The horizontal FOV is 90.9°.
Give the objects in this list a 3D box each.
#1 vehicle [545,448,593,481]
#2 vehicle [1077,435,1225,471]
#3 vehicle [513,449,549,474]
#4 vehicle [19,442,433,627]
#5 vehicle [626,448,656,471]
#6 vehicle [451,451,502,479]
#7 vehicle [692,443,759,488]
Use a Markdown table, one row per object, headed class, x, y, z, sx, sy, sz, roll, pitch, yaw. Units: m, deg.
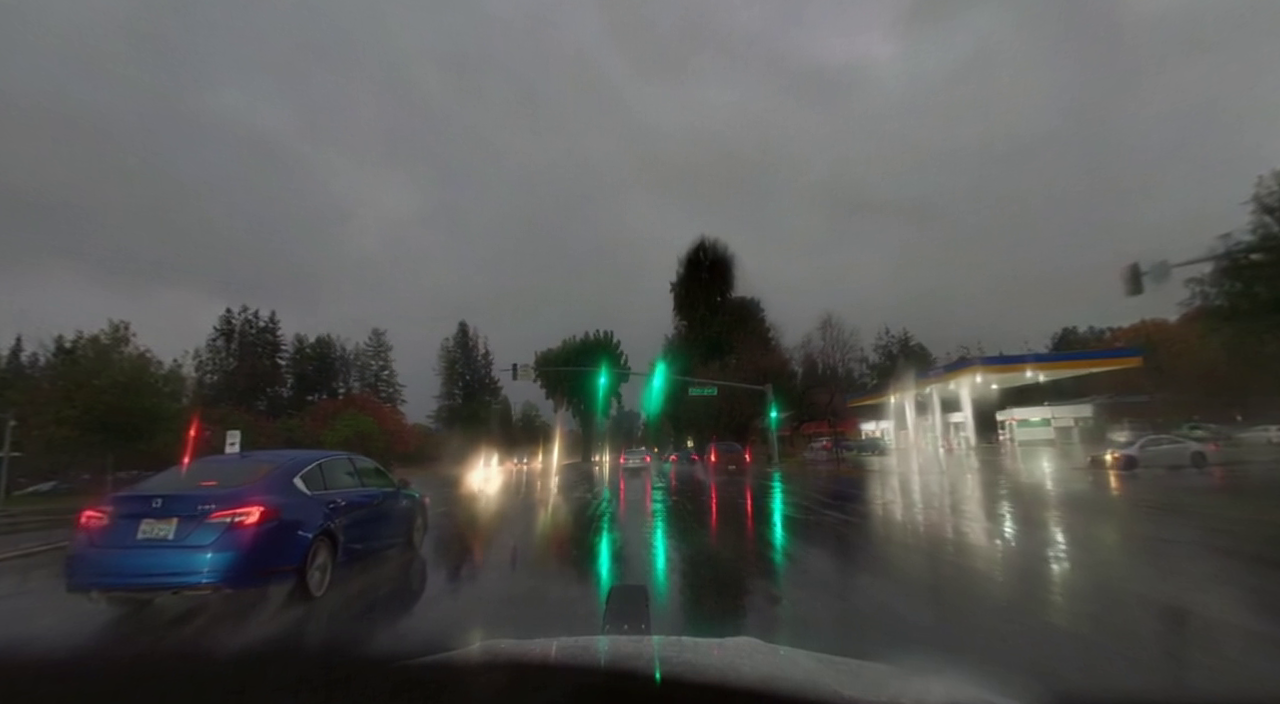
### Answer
| class | x | y | z | sx | sy | sz | roll | pitch | yaw |
| --- | --- | --- | --- | --- | --- | --- | --- | --- | --- |
| vehicle | -3.454 | 5.547 | 31.327 | 1.841 | 1.474 | 4.038 | -1 | -8 | 1 |
| vehicle | 21.346 | 4.217 | 26.462 | 4.573 | 1.419 | 1.840 | 0 | -8 | -1 |
| vehicle | -8.347 | 8.372 | 48.600 | 1.922 | 1.660 | 4.332 | -3 | -8 | 1 |
| vehicle | -4.083 | 1.805 | 7.364 | 1.803 | 1.463 | 4.422 | 0 | -8 | 1 |
| vehicle | 0.049 | 7.276 | 42.810 | 1.934 | 1.470 | 3.988 | 0 | -8 | -1 |
| vehicle | -11.447 | 7.891 | 44.430 | 2.130 | 1.672 | 4.549 | -4 | -8 | 3 |
| vehicle | 3.035 | 4.127 | 23.249 | 1.883 | 1.465 | 3.975 | 0 | -8 | -1 |
